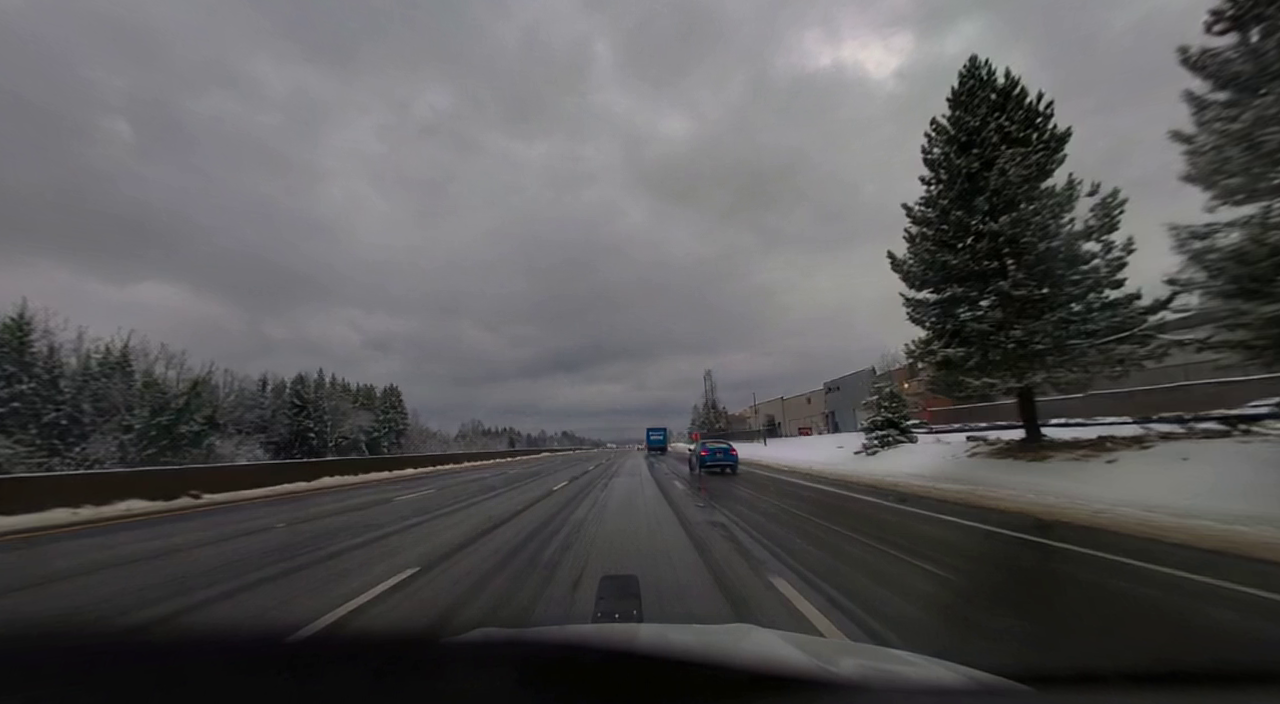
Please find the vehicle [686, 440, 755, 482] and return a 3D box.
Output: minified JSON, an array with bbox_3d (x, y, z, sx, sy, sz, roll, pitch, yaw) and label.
[{"bbox_3d":[3.005,4.153,24.336,2.048,1.482,3.956,0,-8,-2],"label":"vehicle"}]
